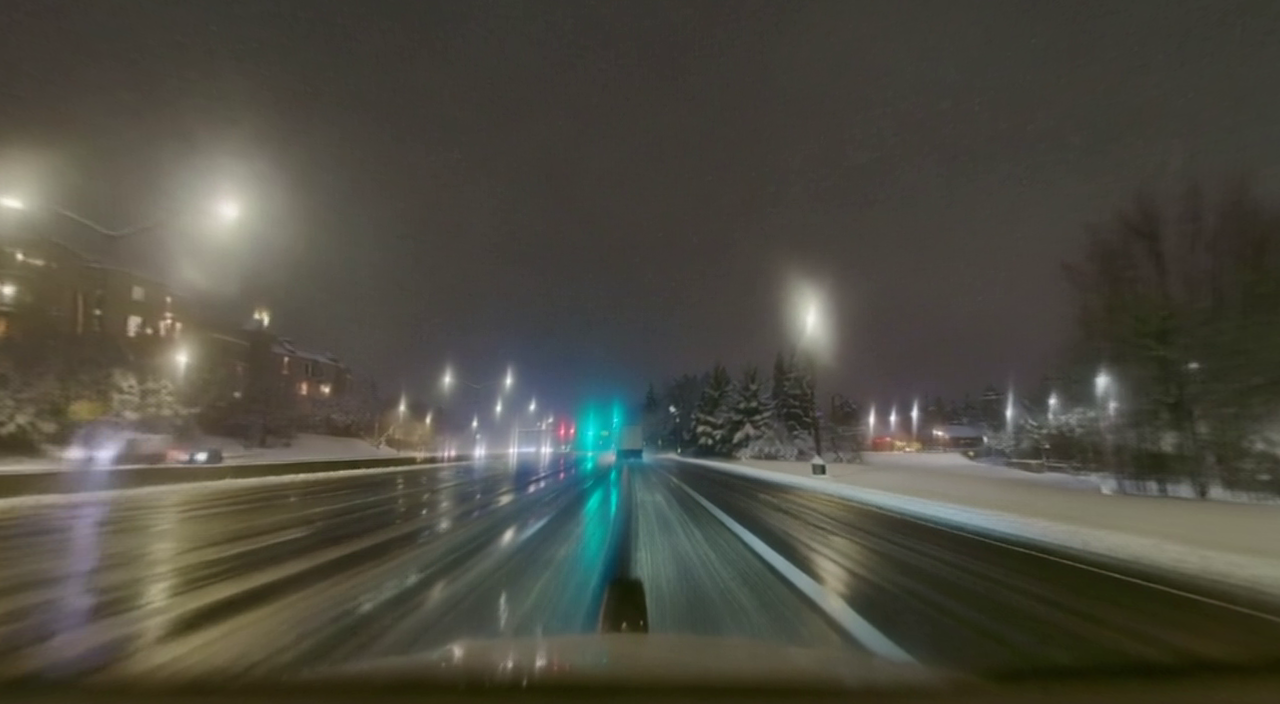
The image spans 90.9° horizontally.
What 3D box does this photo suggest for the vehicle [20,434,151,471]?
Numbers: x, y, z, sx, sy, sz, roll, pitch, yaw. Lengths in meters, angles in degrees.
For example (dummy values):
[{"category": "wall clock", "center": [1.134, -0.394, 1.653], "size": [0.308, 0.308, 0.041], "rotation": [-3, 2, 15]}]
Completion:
[{"category": "vehicle", "center": [-32.570, 5.938, 37.408], "size": [2.559, 1.947, 5.829], "rotation": [0, -9, -1]}]
